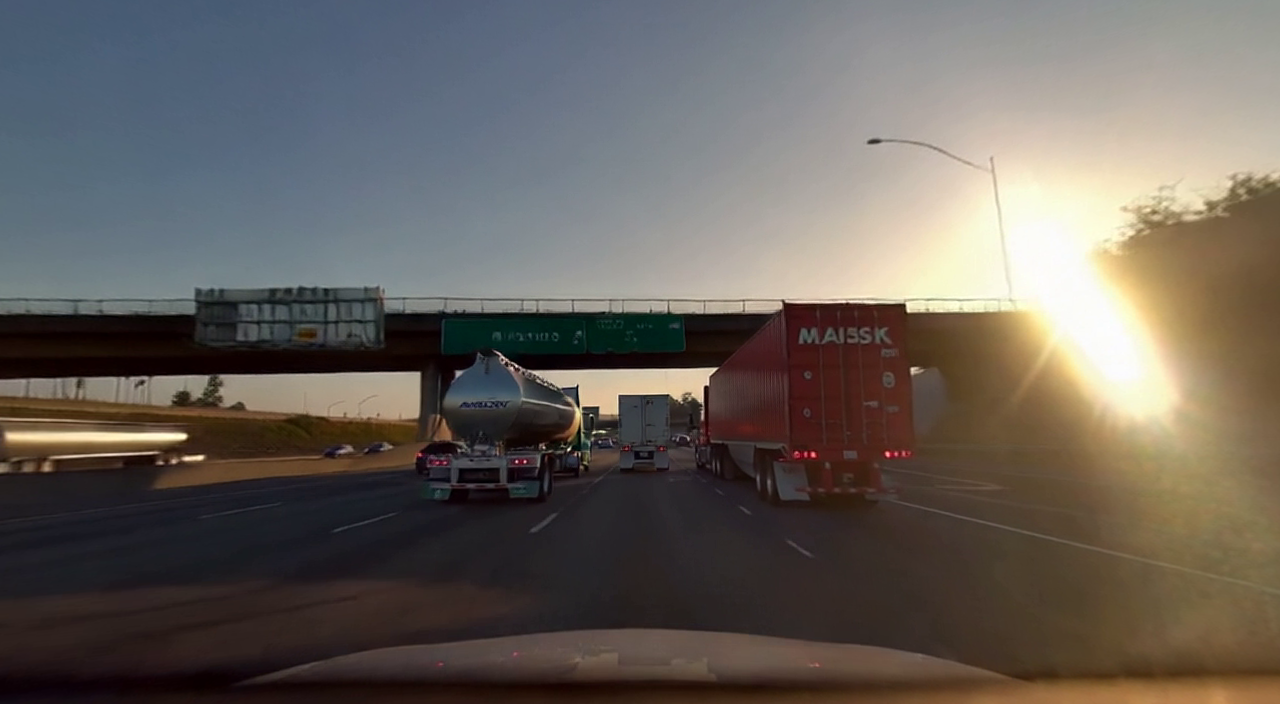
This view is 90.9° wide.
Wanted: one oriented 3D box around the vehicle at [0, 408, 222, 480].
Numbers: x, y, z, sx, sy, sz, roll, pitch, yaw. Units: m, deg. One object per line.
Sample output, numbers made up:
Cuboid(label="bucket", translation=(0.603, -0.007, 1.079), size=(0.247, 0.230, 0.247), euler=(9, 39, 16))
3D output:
Cuboid(label="vehicle", translation=(-34.908, 6.091, 41.941), size=(3.026, 3.801, 16.315), euler=(0, -8, 0))

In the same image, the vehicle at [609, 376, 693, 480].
Cuboid(label="vehicle", translation=(0.519, 4.104, 32.632), size=(3.097, 3.856, 18.209), euler=(0, -8, 1))

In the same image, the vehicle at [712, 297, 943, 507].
Cuboid(label="vehicle", translation=(4.486, 1.984, 19.746), size=(2.887, 4.178, 14.553), euler=(0, -8, 0))

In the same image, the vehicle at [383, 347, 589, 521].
Cuboid(label="vehicle", translation=(-3.308, 2.298, 17.336), size=(2.786, 3.228, 11.082), euler=(0, -8, 0))
